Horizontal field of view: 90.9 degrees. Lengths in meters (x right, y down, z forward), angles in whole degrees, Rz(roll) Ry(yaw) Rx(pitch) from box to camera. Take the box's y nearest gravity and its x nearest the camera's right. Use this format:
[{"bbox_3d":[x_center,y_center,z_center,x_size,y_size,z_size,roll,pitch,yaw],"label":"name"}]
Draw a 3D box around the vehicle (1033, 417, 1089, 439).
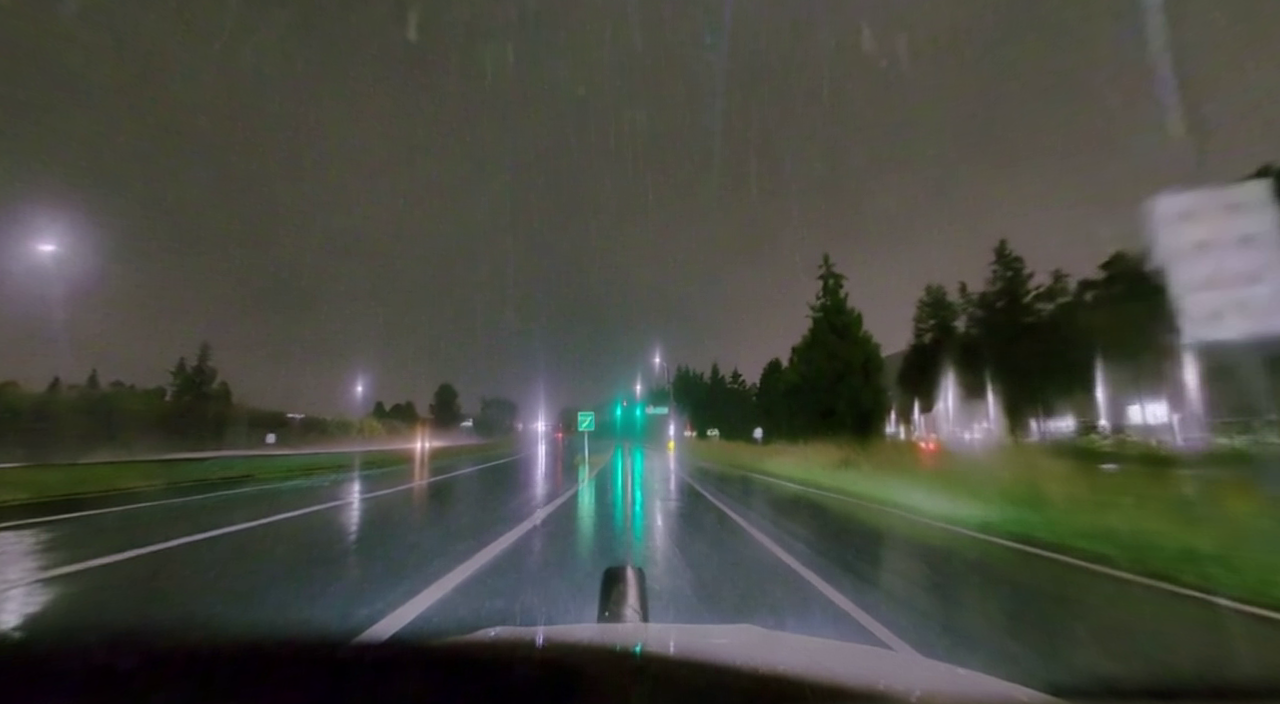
[{"bbox_3d":[32.120,5.821,48.225,1.853,1.521,4.259,-1,-9,8],"label":"vehicle"}]
